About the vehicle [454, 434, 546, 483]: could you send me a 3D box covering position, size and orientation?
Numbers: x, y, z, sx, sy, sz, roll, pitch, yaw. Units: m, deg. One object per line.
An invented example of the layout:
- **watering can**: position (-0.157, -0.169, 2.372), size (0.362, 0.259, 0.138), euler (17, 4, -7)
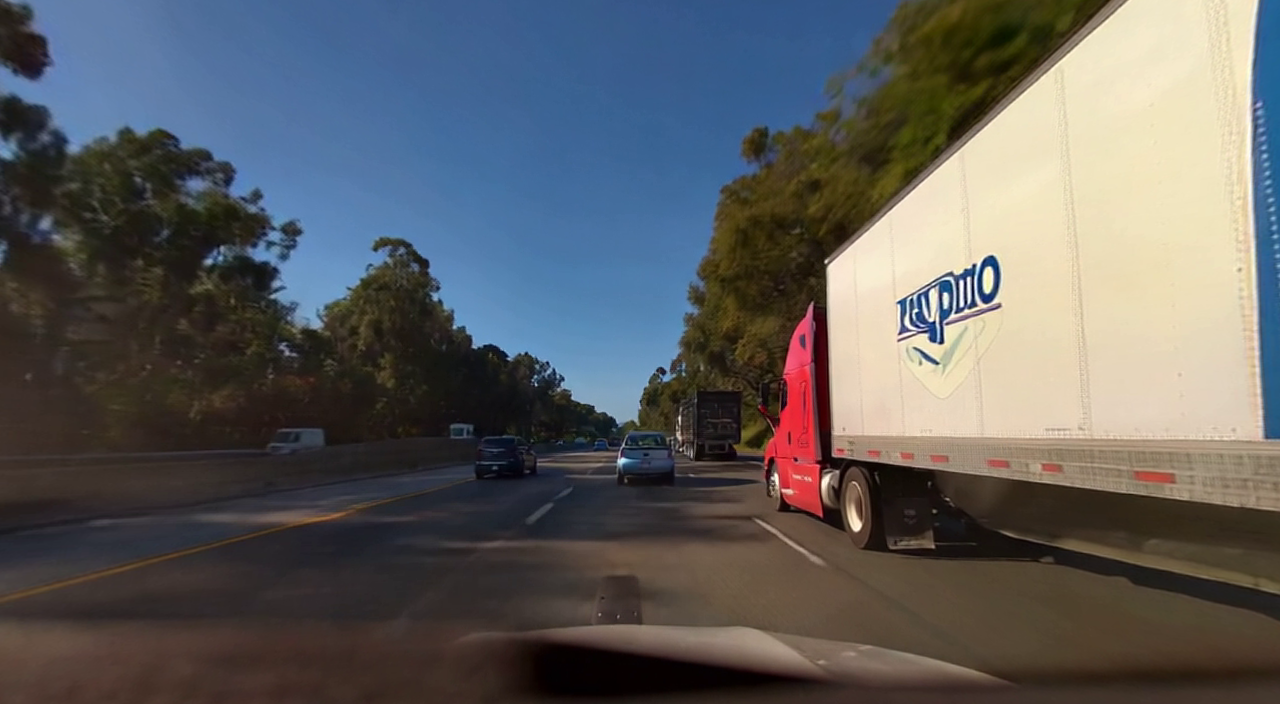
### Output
- **vehicle**: position (-4.542, 3.500, 21.214), size (2.048, 1.452, 4.430), euler (0, -8, 0)

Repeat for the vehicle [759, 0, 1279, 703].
- **vehicle**: position (4.252, 0.239, 6.947), size (2.816, 4.070, 14.136), euler (0, -8, -1)

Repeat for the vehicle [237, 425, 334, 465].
- **vehicle**: position (-17.609, 4.651, 31.612), size (2.037, 1.840, 4.691), euler (0, -8, 2)

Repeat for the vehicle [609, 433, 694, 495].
- **vehicle**: position (0.254, 2.904, 16.788), size (2.021, 1.435, 3.611), euler (0, -8, -1)

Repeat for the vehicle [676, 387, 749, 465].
- **vehicle**: position (4.210, 4.805, 39.977), size (2.869, 4.067, 13.731), euler (0, -8, 0)
